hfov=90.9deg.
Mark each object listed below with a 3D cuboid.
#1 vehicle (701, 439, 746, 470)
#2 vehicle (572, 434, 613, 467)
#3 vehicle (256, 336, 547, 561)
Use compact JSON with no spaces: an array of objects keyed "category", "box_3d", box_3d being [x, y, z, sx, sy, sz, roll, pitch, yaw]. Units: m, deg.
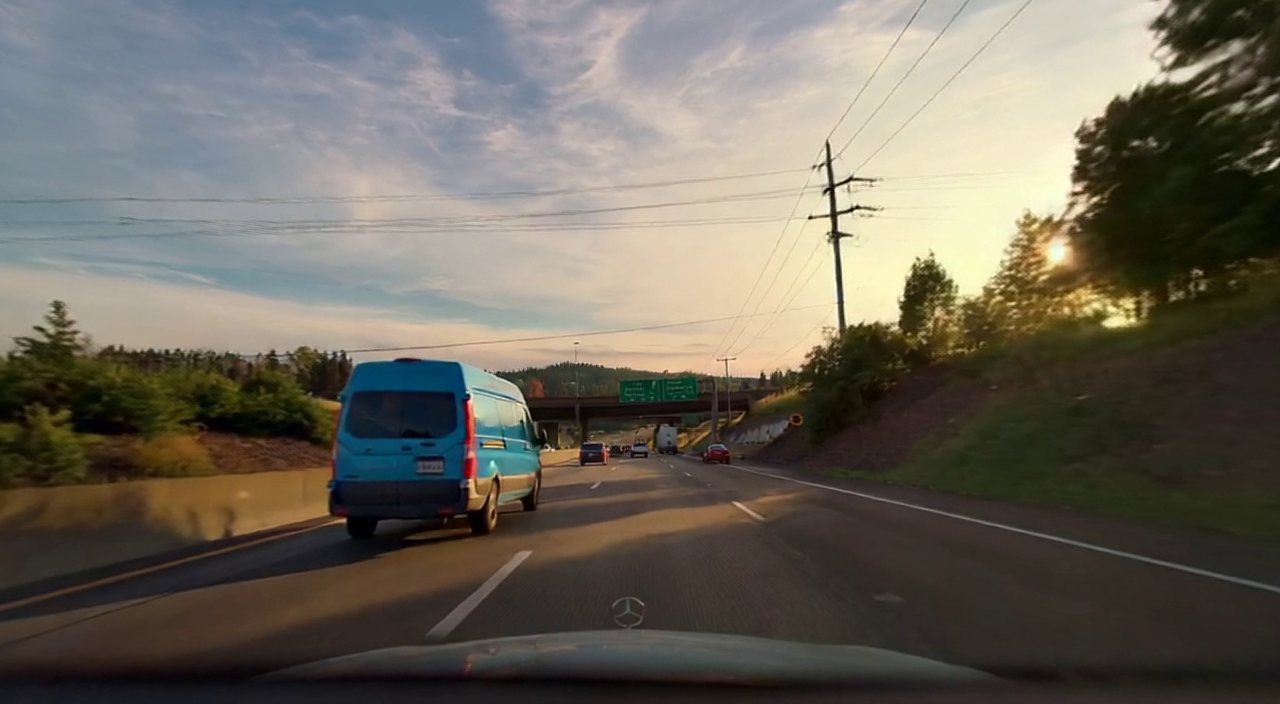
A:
[{"category":"vehicle","box_3d":[4.706,5.883,36.164,1.936,1.664,4.198,0,-9,-1]},{"category":"vehicle","box_3d":[-3.078,6.605,42.172,2.334,2.051,4.900,0,-9,1]},{"category":"vehicle","box_3d":[-3.205,1.558,10.347,2.451,2.627,5.868,0,-9,0]}]
